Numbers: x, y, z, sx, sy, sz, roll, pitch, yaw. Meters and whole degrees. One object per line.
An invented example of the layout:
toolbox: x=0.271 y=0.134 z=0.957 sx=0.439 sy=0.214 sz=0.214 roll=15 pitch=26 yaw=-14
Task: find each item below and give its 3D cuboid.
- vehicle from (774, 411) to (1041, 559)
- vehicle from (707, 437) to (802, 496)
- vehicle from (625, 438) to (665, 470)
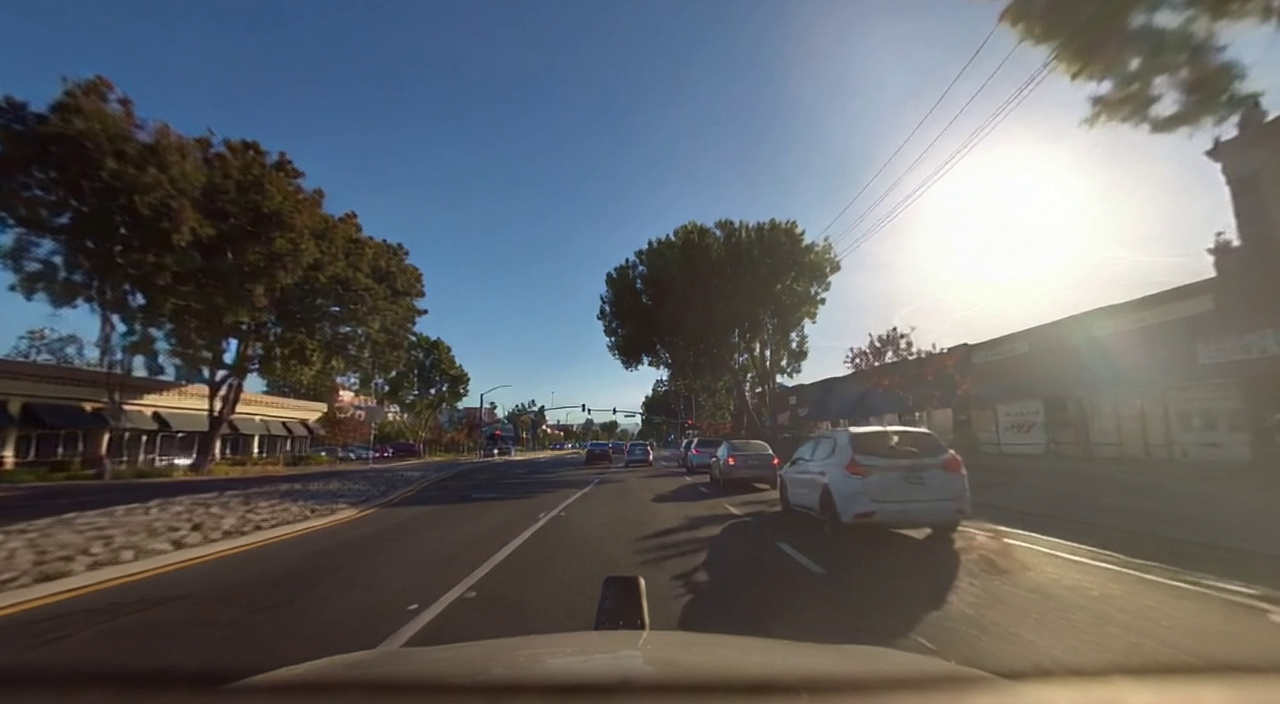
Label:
vehicle: x=3.496 y=1.820 z=9.317 sx=2.085 sy=1.668 sz=4.077 roll=0 pitch=-8 yaw=-1
vehicle: x=3.173 y=3.260 z=18.471 sx=1.864 sy=1.484 sz=4.662 roll=0 pitch=-8 yaw=0
vehicle: x=0.214 y=5.388 z=33.549 sx=2.023 sy=1.532 sz=3.891 roll=0 pitch=-8 yaw=-1
